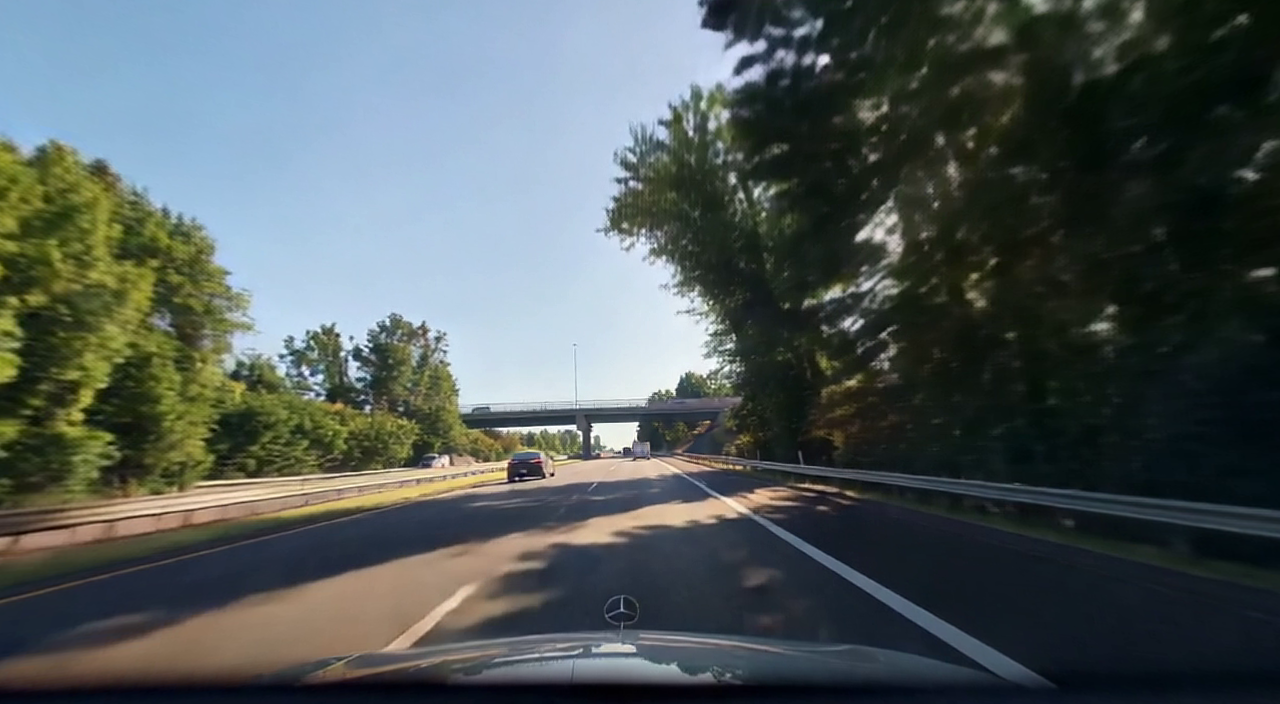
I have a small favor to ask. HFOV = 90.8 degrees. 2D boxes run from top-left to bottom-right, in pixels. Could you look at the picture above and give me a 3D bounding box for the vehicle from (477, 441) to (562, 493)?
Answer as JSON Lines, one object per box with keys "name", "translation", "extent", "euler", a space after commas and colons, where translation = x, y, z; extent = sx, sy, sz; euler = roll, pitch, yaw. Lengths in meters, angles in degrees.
{"name": "vehicle", "translation": [-4.098, 3.990, 22.237], "extent": [2.076, 1.637, 4.526], "euler": [0, -9, 0]}
